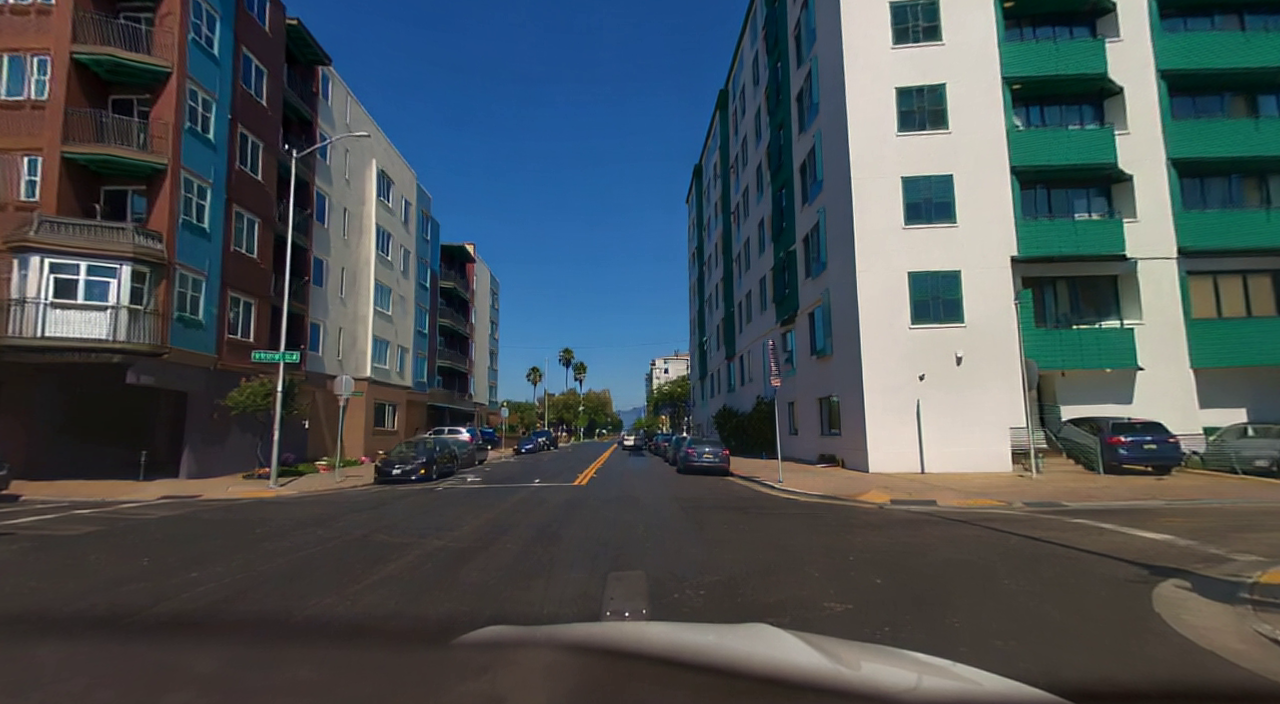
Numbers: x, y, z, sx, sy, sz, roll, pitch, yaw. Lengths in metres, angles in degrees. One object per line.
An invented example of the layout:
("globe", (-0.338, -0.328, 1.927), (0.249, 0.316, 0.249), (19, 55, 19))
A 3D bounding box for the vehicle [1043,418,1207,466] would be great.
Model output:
("vehicle", (15.370, 2.892, 20.139), (3.752, 1.453, 1.709), (0, -9, 2))

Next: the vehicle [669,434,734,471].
("vehicle", (2.516, 4.298, 27.095), (2.290, 1.456, 4.503), (0, -8, -1))

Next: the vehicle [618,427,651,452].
("vehicle", (-0.434, 6.691, 48.033), (2.412, 1.834, 4.636), (0, -8, -1))

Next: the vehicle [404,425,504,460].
("vehicle", (-11.424, 5.586, 38.880), (5.540, 1.950, 2.113), (4, -12, -28))
